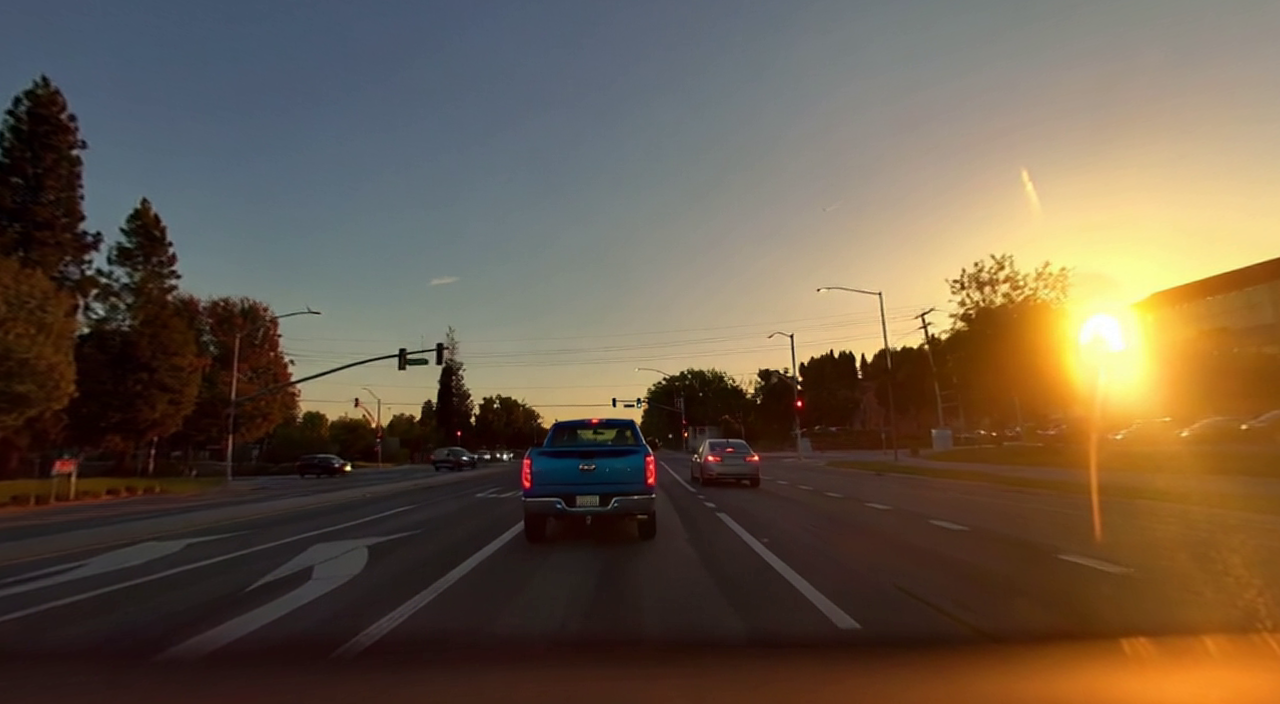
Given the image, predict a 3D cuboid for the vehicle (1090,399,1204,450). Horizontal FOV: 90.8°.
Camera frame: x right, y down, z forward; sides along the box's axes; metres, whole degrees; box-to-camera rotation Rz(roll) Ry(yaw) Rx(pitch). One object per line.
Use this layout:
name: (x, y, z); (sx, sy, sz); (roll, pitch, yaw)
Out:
vehicle: (30.382, 4.432, 38.047); (2.892, 2.881, 4.178); (2, -9, -16)

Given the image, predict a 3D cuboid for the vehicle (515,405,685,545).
vehicle: (-0.526, 1.903, 10.434); (2.145, 1.762, 4.731); (0, -8, -1)

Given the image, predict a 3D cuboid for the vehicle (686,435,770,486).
vehicle: (2.772, 3.552, 20.998); (2.073, 1.484, 4.437); (0, -8, -1)
